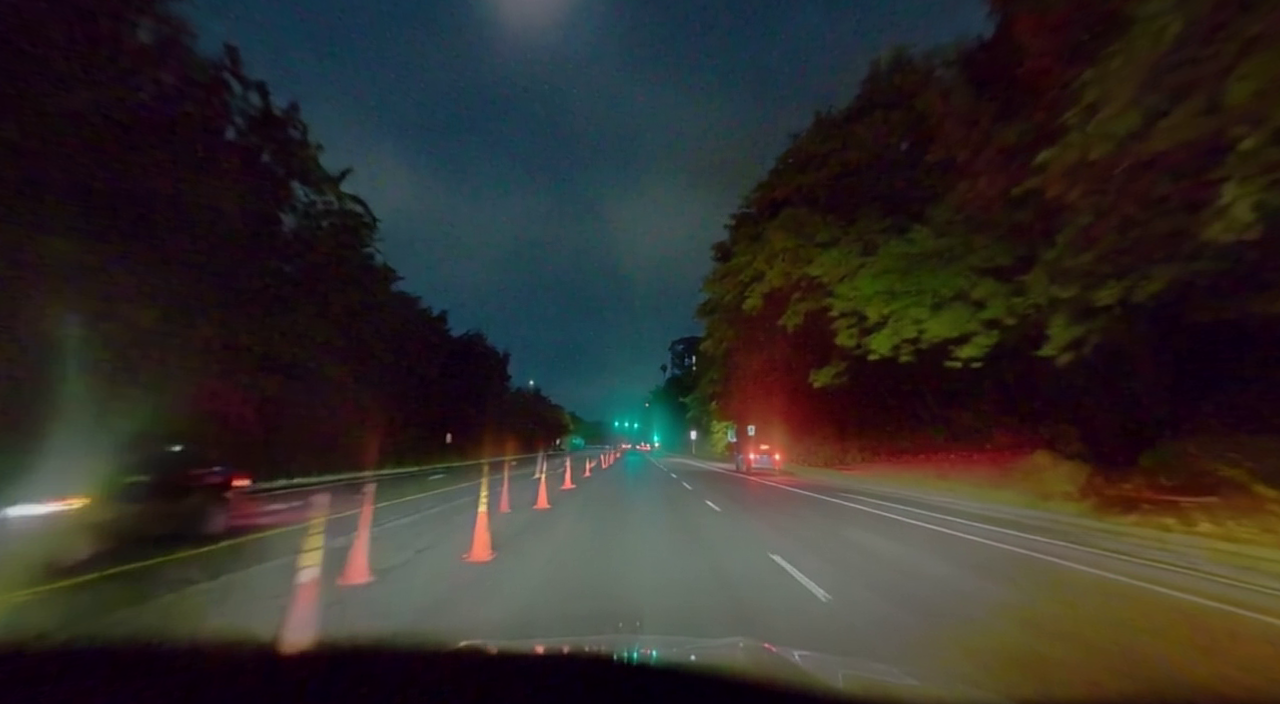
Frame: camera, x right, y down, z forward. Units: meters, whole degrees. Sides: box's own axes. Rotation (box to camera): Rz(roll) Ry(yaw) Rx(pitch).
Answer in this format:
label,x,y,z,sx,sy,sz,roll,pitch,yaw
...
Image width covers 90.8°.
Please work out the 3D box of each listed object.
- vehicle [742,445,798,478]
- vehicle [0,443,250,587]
label,x,y,z,sx,sy,sz,roll,pitch,yaw
vehicle,6.233,5.296,30.843,1.904,1.470,4.583,-1,-8,2
vehicle,-7.526,1.956,8.381,1.907,1.455,4.404,0,-8,0
